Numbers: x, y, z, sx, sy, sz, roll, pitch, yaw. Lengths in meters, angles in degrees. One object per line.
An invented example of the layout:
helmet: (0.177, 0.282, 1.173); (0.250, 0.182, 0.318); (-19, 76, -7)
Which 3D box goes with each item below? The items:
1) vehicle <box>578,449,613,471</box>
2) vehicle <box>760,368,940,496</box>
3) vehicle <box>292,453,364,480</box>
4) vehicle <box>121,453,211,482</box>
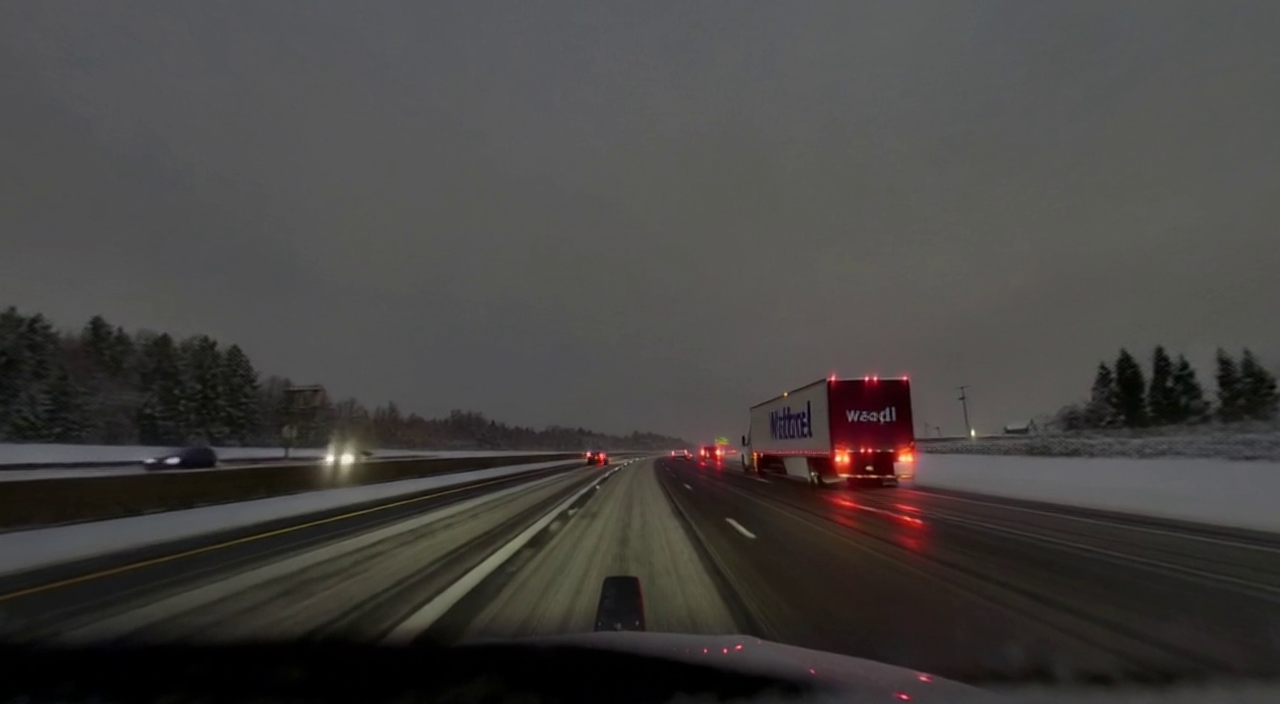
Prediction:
vehicle: (-3.264, 7.951, 46.714); (2.164, 1.507, 4.748); (0, -9, 1)
vehicle: (8.245, 3.741, 28.160); (2.912, 4.143, 15.538); (0, -9, 1)
vehicle: (-19.501, 7.164, 39.643); (1.938, 1.563, 4.622); (0, -9, 3)
vehicle: (-29.783, 7.234, 39.755); (1.913, 1.662, 4.585); (0, -9, 3)
